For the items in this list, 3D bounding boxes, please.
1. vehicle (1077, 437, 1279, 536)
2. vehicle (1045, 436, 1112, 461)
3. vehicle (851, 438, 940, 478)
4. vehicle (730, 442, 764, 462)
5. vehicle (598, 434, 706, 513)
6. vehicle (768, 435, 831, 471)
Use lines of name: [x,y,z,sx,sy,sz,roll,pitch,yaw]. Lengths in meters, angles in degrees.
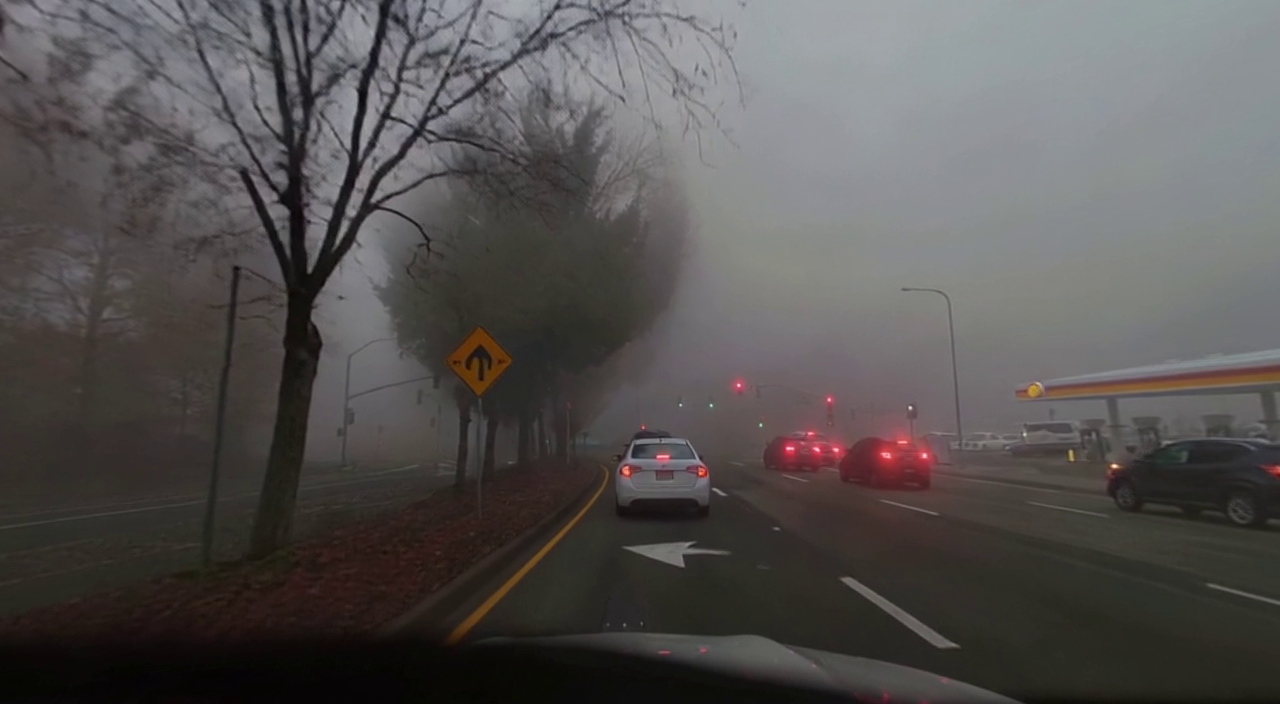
vehicle: [10.682,2.360,11.671,1.880,1.472,4.694,0,-9,1]
vehicle: [29.358,6.473,42.333,1.914,1.563,3.672,0,-9,2]
vehicle: [10.919,4.563,27.355,1.976,1.584,4.516,0,-9,1]
vehicle: [7.658,7.198,45.432,1.716,1.400,3.921,0,-9,0]
vehicle: [0.209,2.623,14.073,2.032,1.461,4.173,0,-9,-1]
vehicle: [8.019,5.135,32.146,1.991,1.695,4.357,0,-9,-1]
